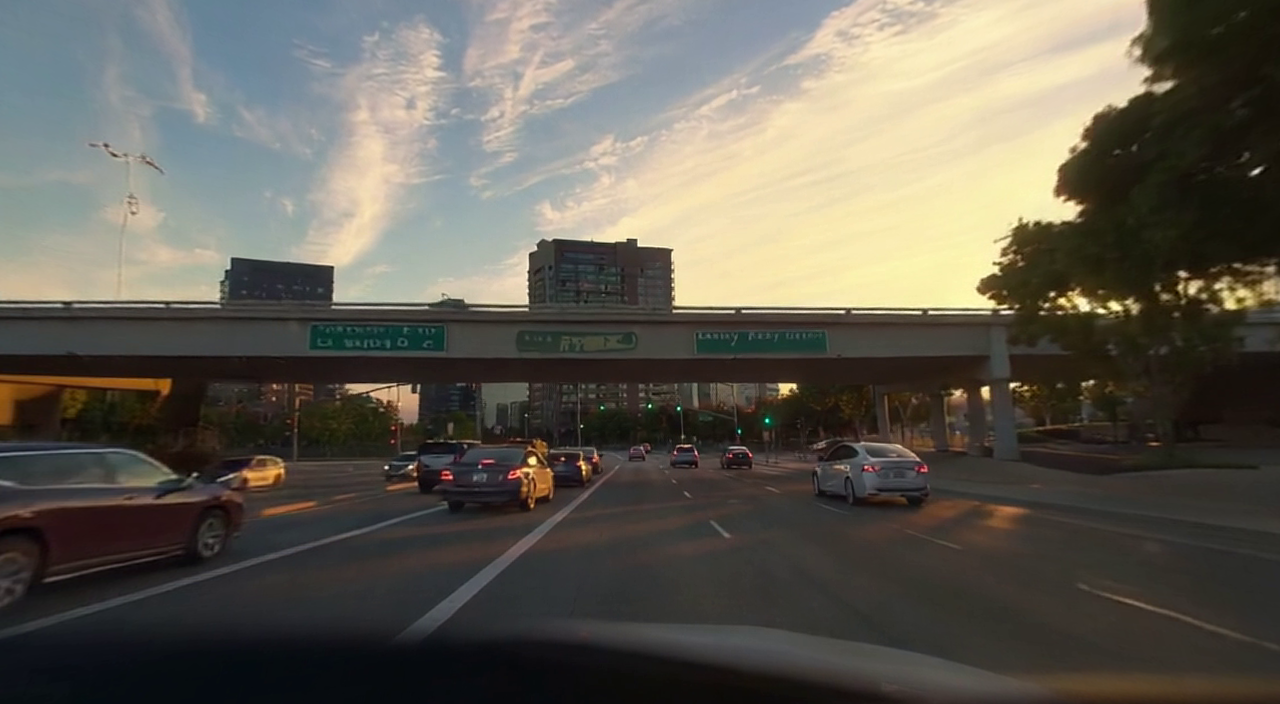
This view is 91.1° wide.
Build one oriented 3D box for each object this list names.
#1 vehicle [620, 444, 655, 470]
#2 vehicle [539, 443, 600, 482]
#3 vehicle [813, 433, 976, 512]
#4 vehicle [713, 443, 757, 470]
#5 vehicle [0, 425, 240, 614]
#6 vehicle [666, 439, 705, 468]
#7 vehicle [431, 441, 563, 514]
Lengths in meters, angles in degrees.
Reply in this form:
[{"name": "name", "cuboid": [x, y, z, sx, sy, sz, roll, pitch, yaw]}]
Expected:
[{"name": "vehicle", "cuboid": [-0.175, 6.423, 38.551, 2.026, 1.453, 3.780, 0, -9, -1]}, {"name": "vehicle", "cuboid": [-2.832, 4.554, 26.131, 1.980, 1.491, 4.351, 0, -9, 1]}, {"name": "vehicle", "cuboid": [5.926, 2.854, 15.363, 2.056, 1.624, 4.498, 0, -9, -1]}, {"name": "vehicle", "cuboid": [5.833, 6.468, 38.984, 1.924, 1.527, 4.268, 0, -9, -2]}, {"name": "vehicle", "cuboid": [-6.141, 1.447, 5.713, 2.070, 1.488, 4.376, 0, -9, 0]}, {"name": "vehicle", "cuboid": [2.849, 6.512, 40.360, 2.034, 1.762, 4.420, 0, -9, -1]}, {"name": "vehicle", "cuboid": [-3.154, 2.865, 14.849, 2.041, 1.466, 4.212, 0, -9, 1]}]
